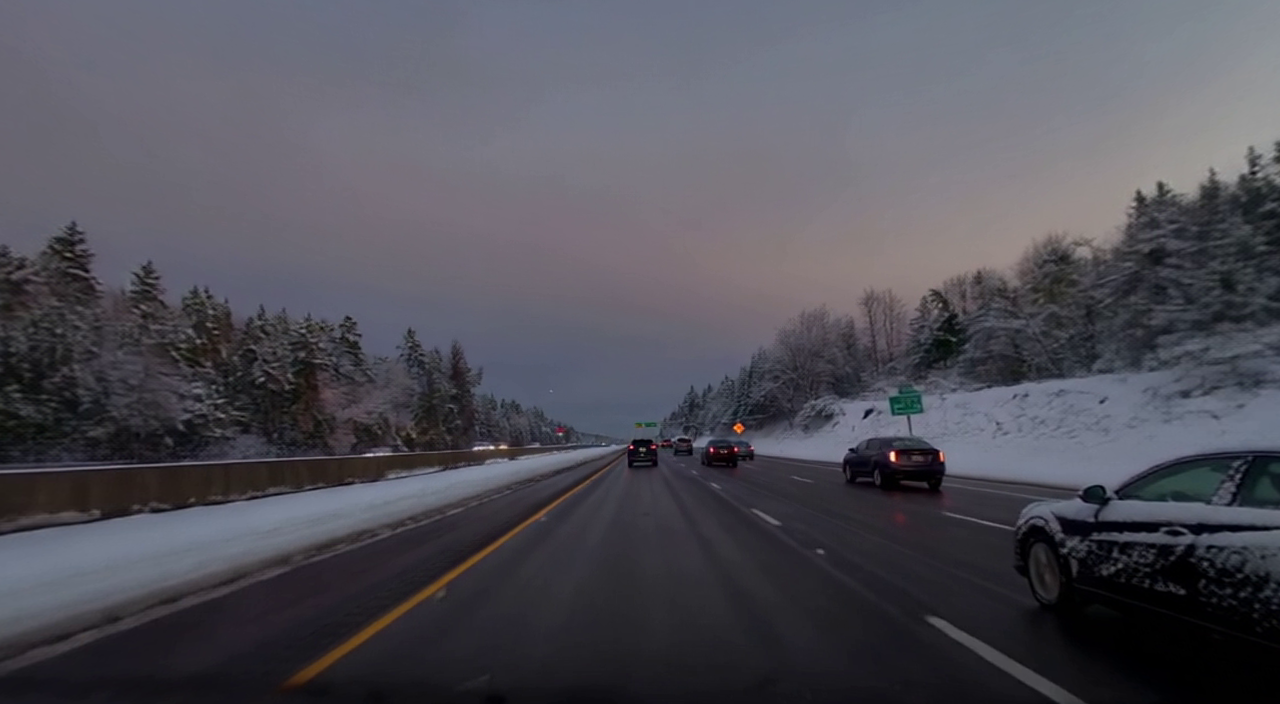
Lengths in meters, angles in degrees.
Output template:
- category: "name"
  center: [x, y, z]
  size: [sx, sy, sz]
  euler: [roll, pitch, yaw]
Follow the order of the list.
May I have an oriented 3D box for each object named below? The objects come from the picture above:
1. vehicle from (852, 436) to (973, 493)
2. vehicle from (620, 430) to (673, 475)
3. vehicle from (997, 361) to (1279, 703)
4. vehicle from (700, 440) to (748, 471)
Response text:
- category: "vehicle"
  center: [8.129, 3.361, 19.263]
  size: [1.810, 1.516, 4.183]
  euler: [0, -8, 0]
- category: "vehicle"
  center: [0.272, 4.474, 28.273]
  size: [2.189, 1.852, 4.038]
  euler: [0, -8, 0]
- category: "vehicle"
  center: [3.769, 0.862, 2.643]
  size: [2.003, 1.661, 4.418]
  euler: [-1, -8, 1]
- category: "vehicle"
  center: [4.222, 5.232, 32.112]
  size: [1.825, 1.487, 4.034]
  euler: [0, -8, -1]
